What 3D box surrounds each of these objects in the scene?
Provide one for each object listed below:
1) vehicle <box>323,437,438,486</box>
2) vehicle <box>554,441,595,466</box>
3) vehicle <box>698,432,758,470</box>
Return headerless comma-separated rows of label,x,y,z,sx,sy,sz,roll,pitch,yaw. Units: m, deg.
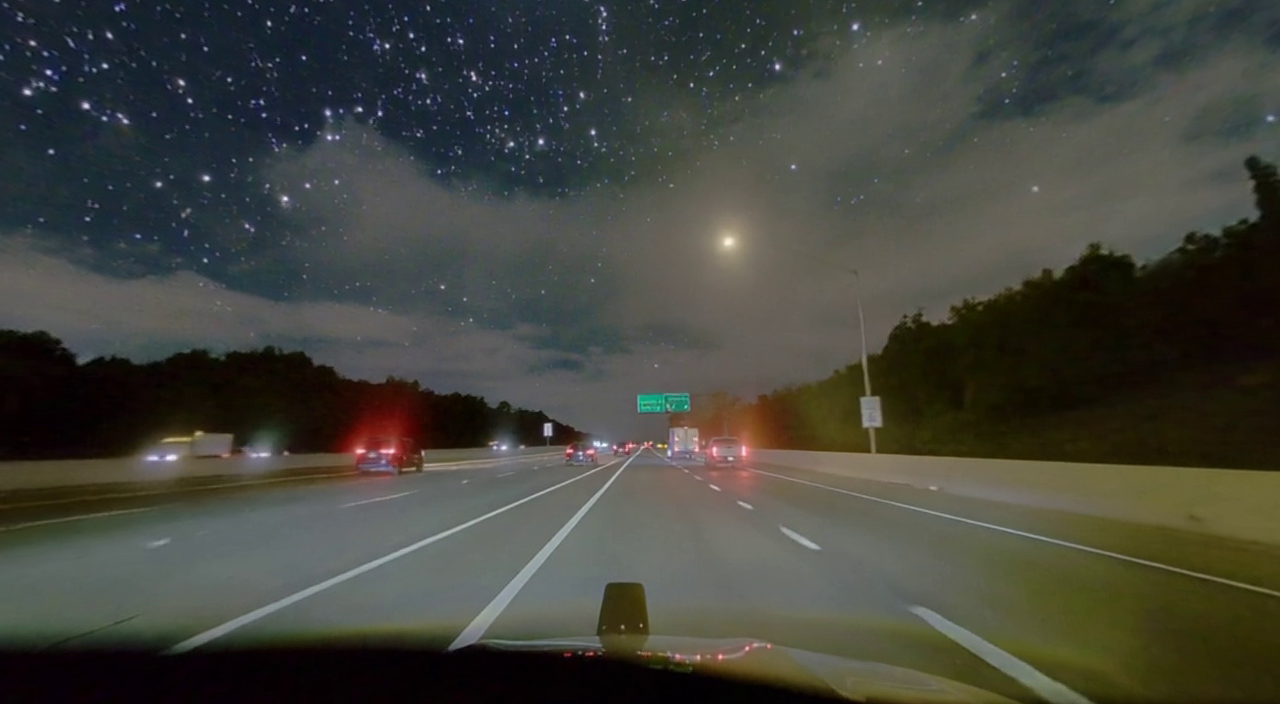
vehicle,-8.707,3.689,21.657,1.899,1.465,4.589,0,-8,2
vehicle,-4.122,6.463,40.387,1.981,1.473,4.317,0,-8,2
vehicle,4.764,5.516,35.351,2.355,1.930,6.633,0,-8,-1
